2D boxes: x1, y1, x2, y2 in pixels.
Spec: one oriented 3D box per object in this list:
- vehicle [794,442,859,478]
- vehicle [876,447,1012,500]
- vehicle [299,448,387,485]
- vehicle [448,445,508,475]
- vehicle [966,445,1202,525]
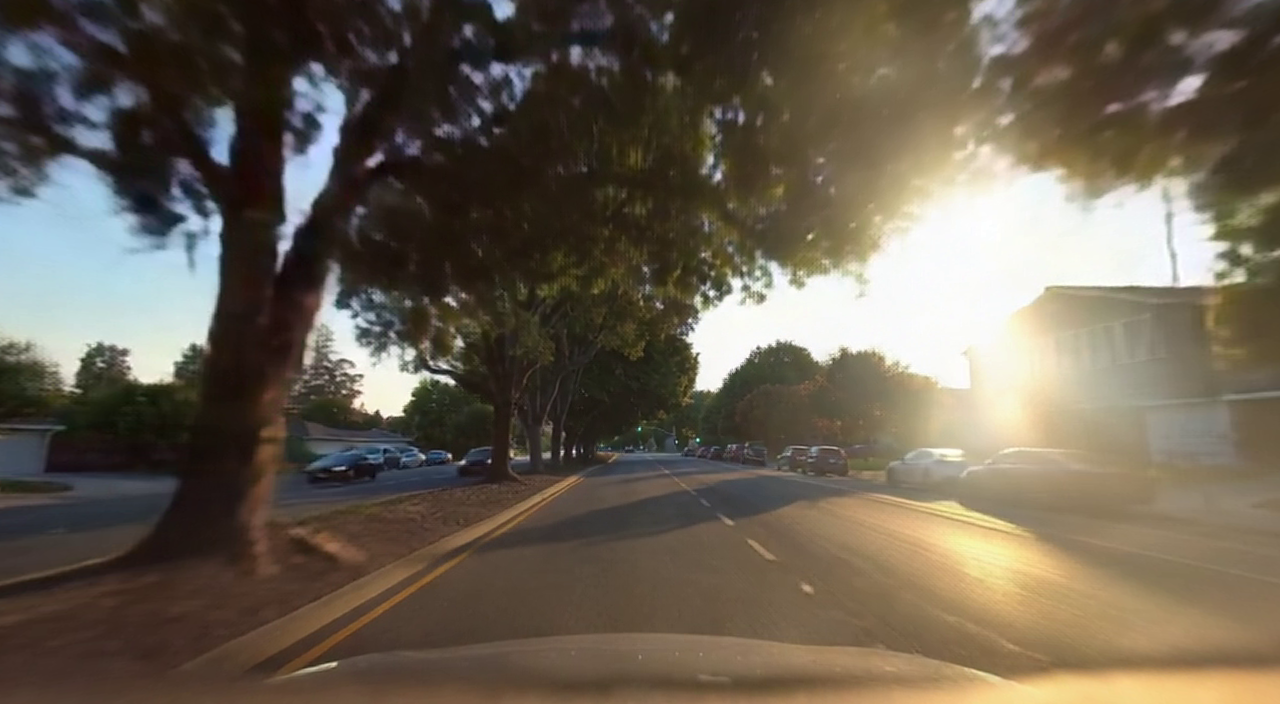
[{"bbox_3d":[9.639,5.599,33.070,1.885,1.685,4.430,0,-8,-2],"label":"vehicle"},{"bbox_3d":[9.492,3.792,20.241,1.918,1.454,4.683,0,-8,-1],"label":"vehicle"},{"bbox_3d":[-12.671,4.881,27.264,1.769,1.418,4.173,-1,-8,0],"label":"vehicle"},{"bbox_3d":[-8.631,5.763,34.146,1.979,1.484,4.711,-1,-8,1],"label":"vehicle"},{"bbox_3d":[9.642,2.868,14.339,1.899,1.475,4.572,0,-8,-2],"label":"vehicle"}]
